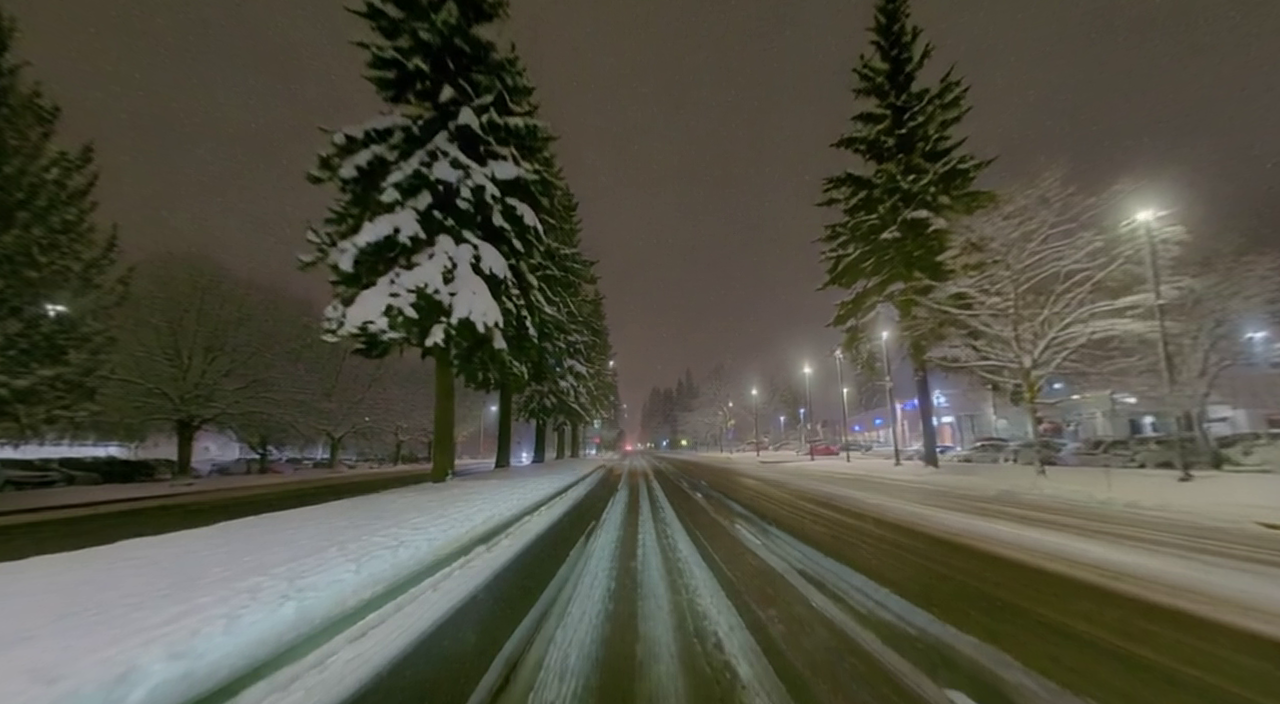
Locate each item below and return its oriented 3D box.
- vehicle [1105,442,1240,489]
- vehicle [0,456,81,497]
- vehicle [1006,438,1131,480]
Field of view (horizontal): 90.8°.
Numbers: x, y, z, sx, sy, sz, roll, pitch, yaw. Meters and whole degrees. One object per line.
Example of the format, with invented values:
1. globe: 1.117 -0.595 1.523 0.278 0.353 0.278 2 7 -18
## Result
1. vehicle: 17.898 3.760 21.214 4.496 1.423 1.700 4 -10 -27
2. vehicle: -26.806 5.257 26.814 4.193 1.585 1.956 0 -8 0
3. vehicle: 18.288 4.508 26.974 4.788 1.660 2.043 3 -9 -23
